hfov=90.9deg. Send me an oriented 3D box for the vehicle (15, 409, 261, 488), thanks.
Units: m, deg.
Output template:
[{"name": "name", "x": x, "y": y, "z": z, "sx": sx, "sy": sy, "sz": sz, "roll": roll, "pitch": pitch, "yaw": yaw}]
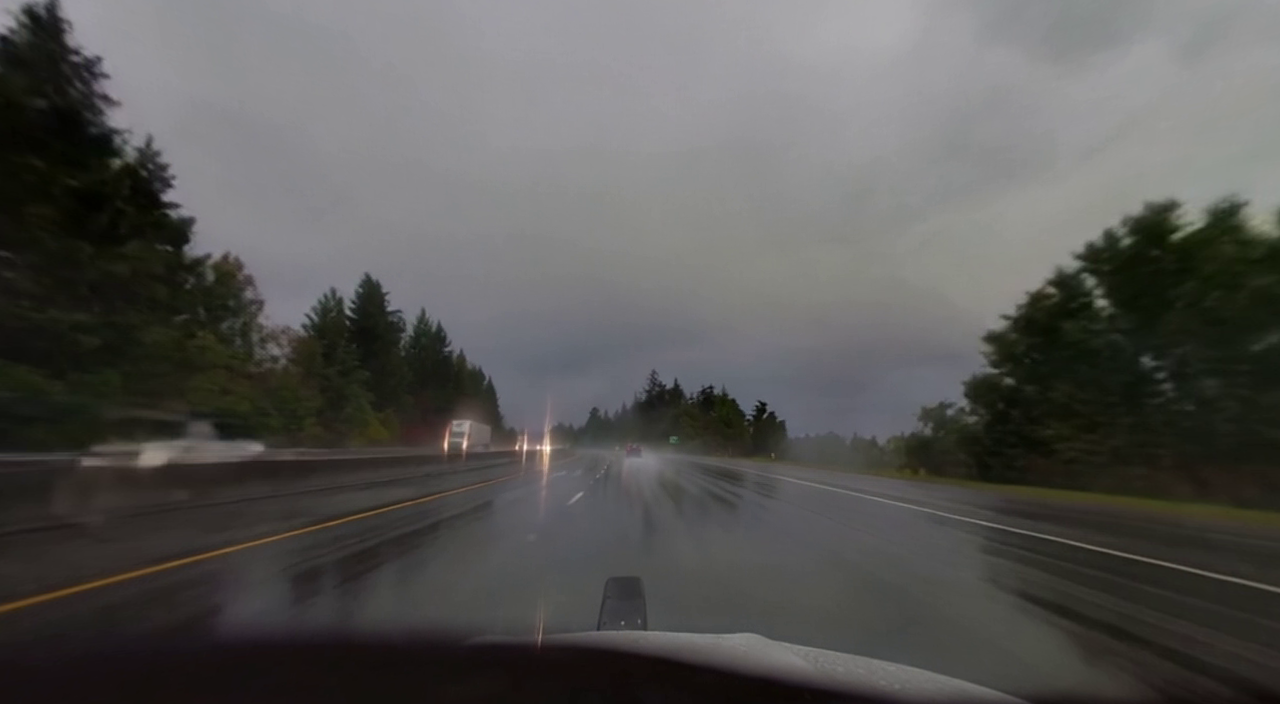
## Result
[{"name": "vehicle", "x": -12.511, "y": 2.498, "z": 16.341, "sx": 2.220, "sy": 1.723, "sz": 5.072, "roll": 0, "pitch": -9, "yaw": -1}]
